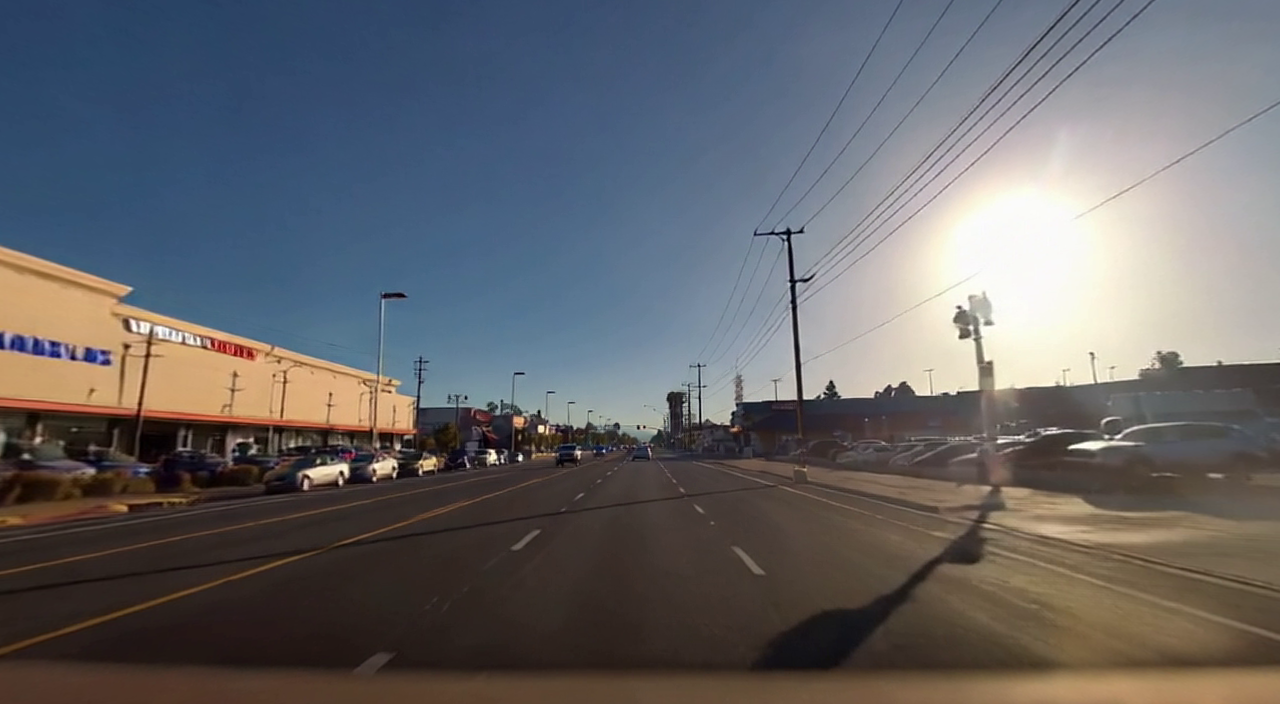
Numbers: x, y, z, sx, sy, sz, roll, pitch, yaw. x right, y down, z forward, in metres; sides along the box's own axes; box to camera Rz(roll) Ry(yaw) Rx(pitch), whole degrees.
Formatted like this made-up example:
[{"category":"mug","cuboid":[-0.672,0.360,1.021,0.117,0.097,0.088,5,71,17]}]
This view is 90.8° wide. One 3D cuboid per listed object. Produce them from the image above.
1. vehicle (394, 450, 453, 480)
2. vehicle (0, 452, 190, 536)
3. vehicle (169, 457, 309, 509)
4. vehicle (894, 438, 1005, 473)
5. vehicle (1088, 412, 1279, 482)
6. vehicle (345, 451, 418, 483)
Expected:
[{"category":"vehicle","cuboid":[-13.374,6.959,39.350,1.793,1.534,5.400,-2,-7,0]},{"category":"vehicle","cuboid":[-13.657,3.280,15.100,2.014,1.523,5.092,-3,-8,1]},{"category":"vehicle","cuboid":[-13.552,4.420,21.766,1.791,1.377,4.807,-2,-8,-1]},{"category":"vehicle","cuboid":[15.137,5.062,31.062,4.396,1.412,1.858,-4,-7,3]},{"category":"vehicle","cuboid":[15.550,2.610,17.413,4.667,1.775,2.199,0,-9,-1]},{"category":"vehicle","cuboid":[-13.597,6.043,33.544,1.901,1.552,4.541,0,-8,0]}]
